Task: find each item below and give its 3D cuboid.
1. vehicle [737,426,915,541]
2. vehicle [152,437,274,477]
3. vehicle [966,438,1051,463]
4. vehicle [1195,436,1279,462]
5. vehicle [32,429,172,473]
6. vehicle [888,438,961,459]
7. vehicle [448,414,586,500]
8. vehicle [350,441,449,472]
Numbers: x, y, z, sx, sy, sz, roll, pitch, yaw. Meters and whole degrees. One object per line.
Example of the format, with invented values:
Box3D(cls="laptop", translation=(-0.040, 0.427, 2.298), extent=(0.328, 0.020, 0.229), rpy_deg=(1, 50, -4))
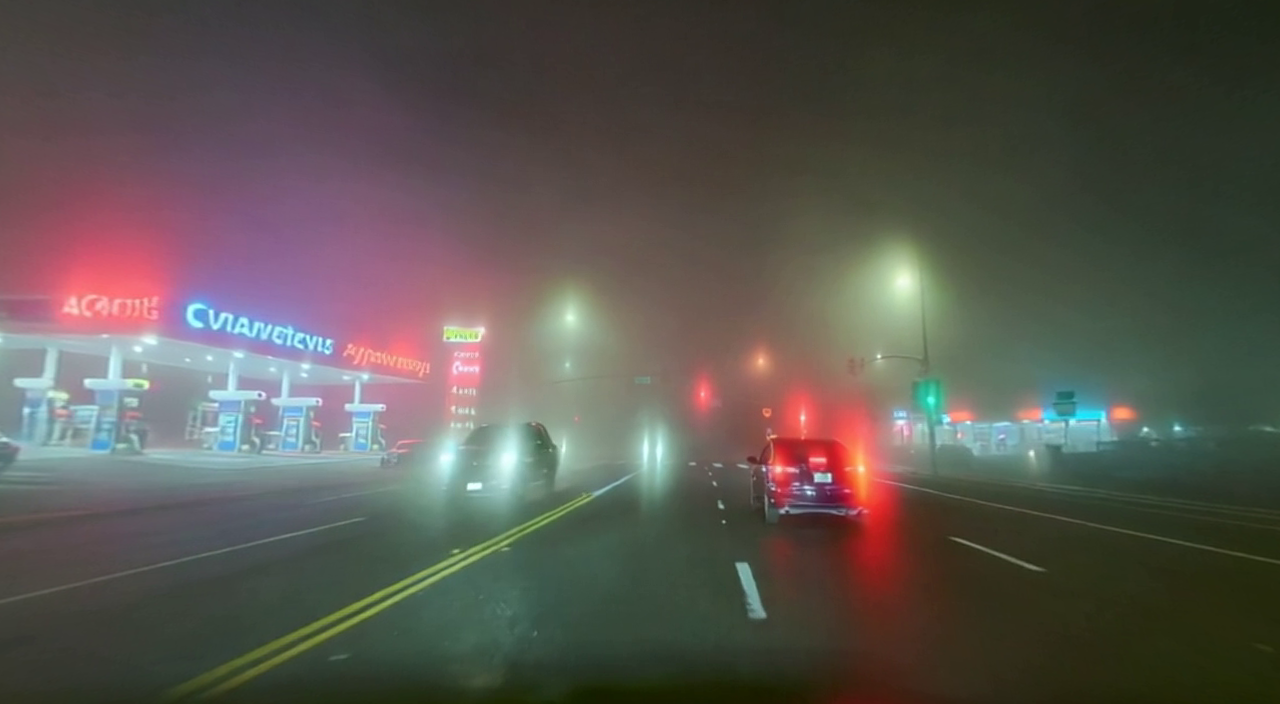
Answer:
Box3D(cls="vehicle", translation=(2.843, 2.103, 10.756), extent=(1.995, 1.525, 4.392), rpy_deg=(-1, -9, 5))
Box3D(cls="vehicle", translation=(-17.894, 4.377, 26.485), extent=(4.610, 1.515, 2.112), rpy_deg=(-5, -10, 26))
Box3D(cls="vehicle", translation=(23.342, 6.266, 40.205), extent=(4.510, 1.483, 1.774), rpy_deg=(-5, -10, 28))
Box3D(cls="vehicle", translation=(40.209, 6.416, 41.907), extent=(4.568, 1.643, 1.911), rpy_deg=(-3, -9, 19))
Box3D(cls="vehicle", translation=(-24.466, 4.505, 28.774), extent=(4.975, 1.863, 2.443), rpy_deg=(-3, -9, 18))
Box3D(cls="vehicle", translation=(21.431, 7.308, 47.666), extent=(4.681, 1.495, 2.096), rpy_deg=(-6, -10, 32))
Box3D(cls="vehicle", translation=(-3.074, 2.812, 17.176), extent=(2.334, 1.966, 5.056), rpy_deg=(-1, -9, 5))
Box3D(cls="vehicle", translation=(-12.707, 5.514, 33.634), extent=(1.854, 1.501, 4.561), rpy_deg=(-8, -11, 40))
